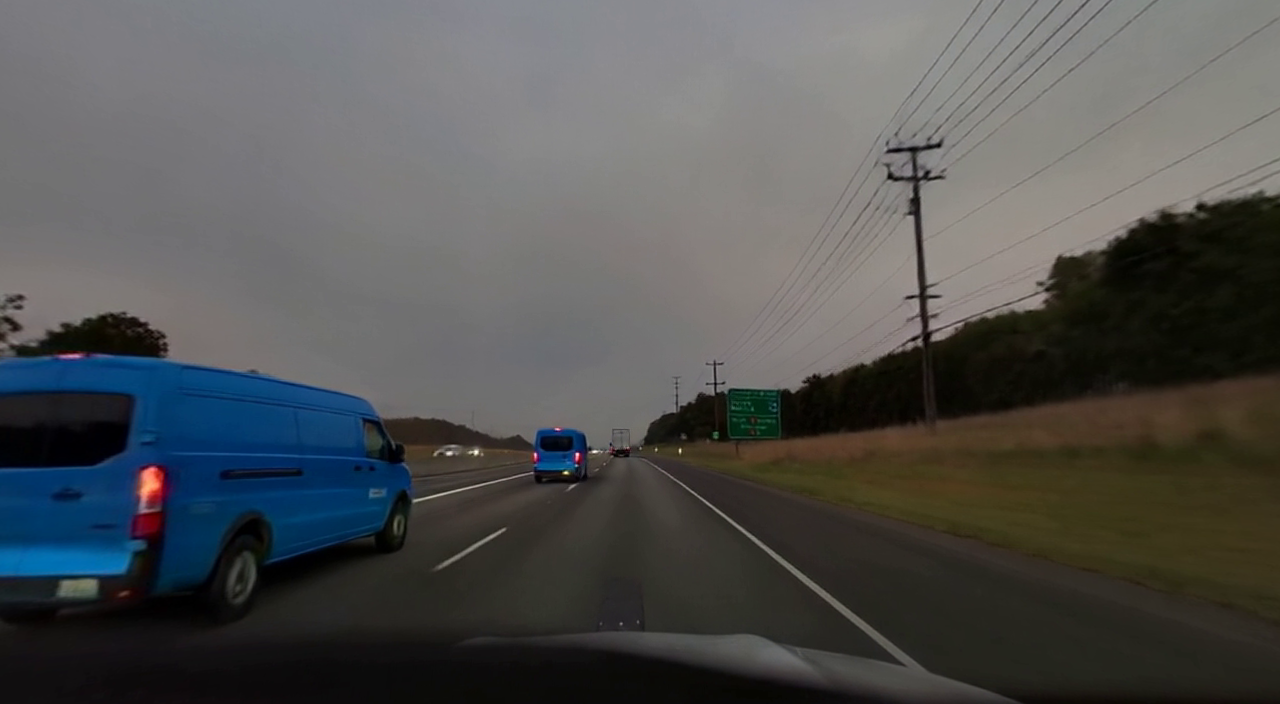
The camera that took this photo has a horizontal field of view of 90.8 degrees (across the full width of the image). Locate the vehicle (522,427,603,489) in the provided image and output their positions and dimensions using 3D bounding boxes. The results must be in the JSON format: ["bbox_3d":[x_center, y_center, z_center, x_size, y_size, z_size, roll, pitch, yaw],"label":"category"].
[{"bbox_3d":[-2.665,3.851,23.108,2.197,2.011,5.130,0,-9,1],"label":"vehicle"}]

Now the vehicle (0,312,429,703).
[{"bbox_3d":[-3.879,1.162,5.745,2.145,2.010,4.980,0,-9,0],"label":"vehicle"}]
